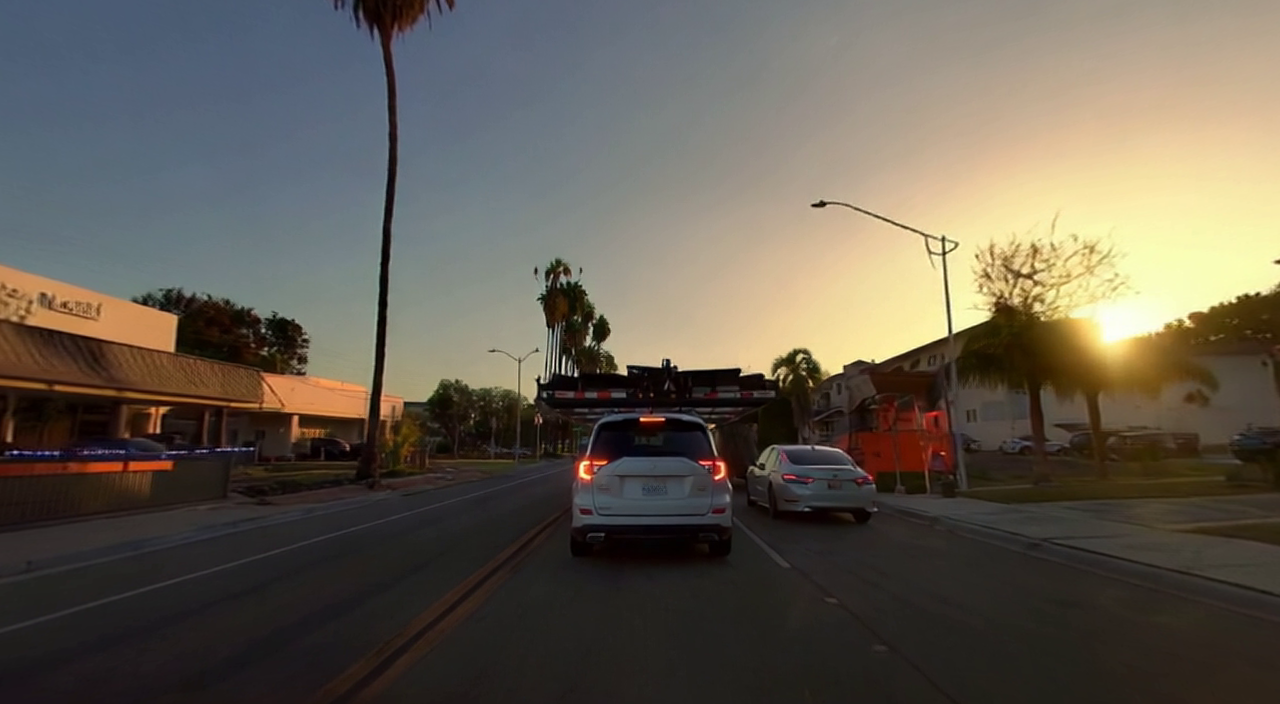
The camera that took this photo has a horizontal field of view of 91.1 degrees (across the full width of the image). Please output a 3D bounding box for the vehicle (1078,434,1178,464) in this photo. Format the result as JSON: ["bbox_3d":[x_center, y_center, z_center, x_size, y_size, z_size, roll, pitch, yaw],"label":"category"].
[{"bbox_3d":[28.519,5.688,36.844,4.193,1.633,1.928,-4,-9,26],"label":"vehicle"}]

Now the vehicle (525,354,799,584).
[{"bbox_3d":[0.186,1.638,9.621,2.728,2.305,6.506,0,-8,-1],"label":"vehicle"}]

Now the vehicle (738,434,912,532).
[{"bbox_3d":[3.204,2.346,11.865,2.010,1.499,4.107,0,-8,0],"label":"vehicle"}]
